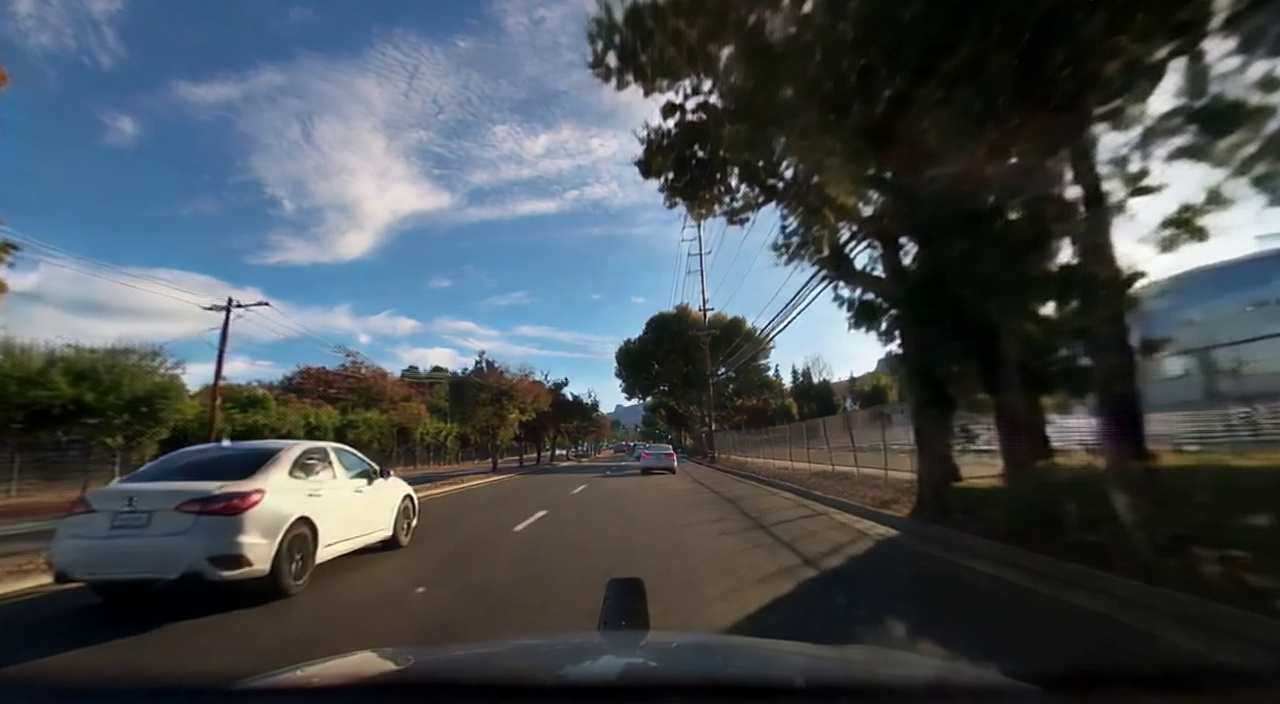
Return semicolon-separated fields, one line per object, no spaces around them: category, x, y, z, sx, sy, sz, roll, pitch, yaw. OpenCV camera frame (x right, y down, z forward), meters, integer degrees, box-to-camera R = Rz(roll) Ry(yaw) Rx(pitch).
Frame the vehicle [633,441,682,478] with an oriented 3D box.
vehicle;0.764;4.770;28.178;2.059;1.486;3.980;-1;-8;1

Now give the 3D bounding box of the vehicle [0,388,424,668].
vehicle;-3.872;1.392;6.089;1.950;1.692;4.397;0;-8;0
